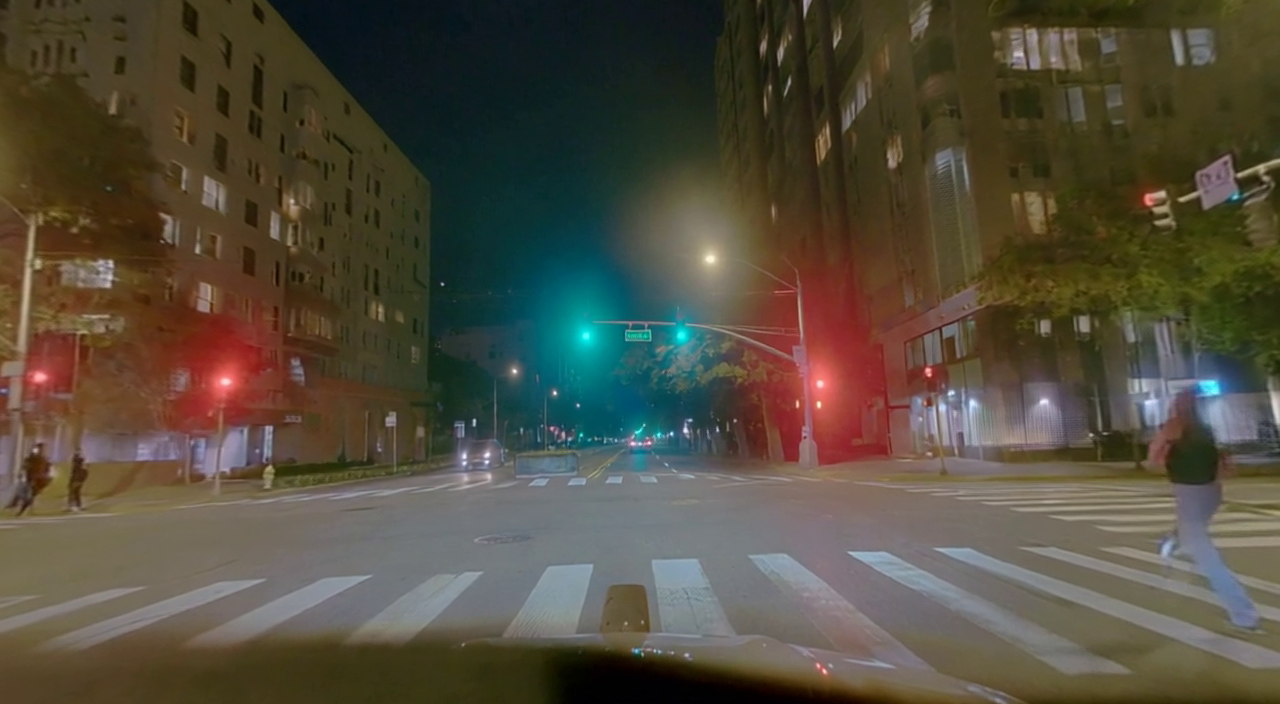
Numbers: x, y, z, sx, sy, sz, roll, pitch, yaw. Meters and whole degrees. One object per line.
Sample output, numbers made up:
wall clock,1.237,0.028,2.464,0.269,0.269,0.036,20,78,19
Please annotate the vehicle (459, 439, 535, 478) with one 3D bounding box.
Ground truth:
vehicle,-5.888,4.422,26.542,2.127,1.473,4.428,0,-8,1
